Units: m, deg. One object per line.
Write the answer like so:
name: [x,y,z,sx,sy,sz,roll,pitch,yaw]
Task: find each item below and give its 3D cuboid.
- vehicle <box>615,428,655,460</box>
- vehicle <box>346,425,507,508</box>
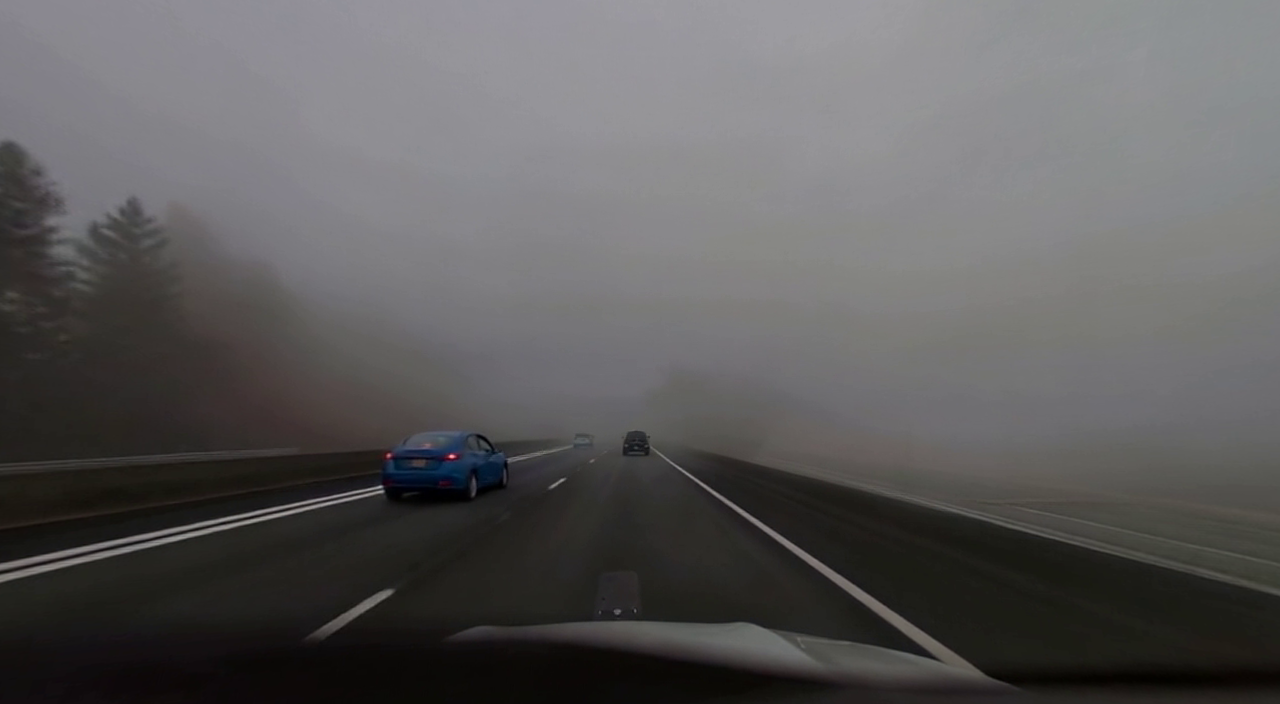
vehicle: [-0.279,5.164,35.444,2.134,1.654,4.174,0,-8,-1]
vehicle: [-4.314,2.359,13.513,2.030,1.491,4.046,0,-8,0]
